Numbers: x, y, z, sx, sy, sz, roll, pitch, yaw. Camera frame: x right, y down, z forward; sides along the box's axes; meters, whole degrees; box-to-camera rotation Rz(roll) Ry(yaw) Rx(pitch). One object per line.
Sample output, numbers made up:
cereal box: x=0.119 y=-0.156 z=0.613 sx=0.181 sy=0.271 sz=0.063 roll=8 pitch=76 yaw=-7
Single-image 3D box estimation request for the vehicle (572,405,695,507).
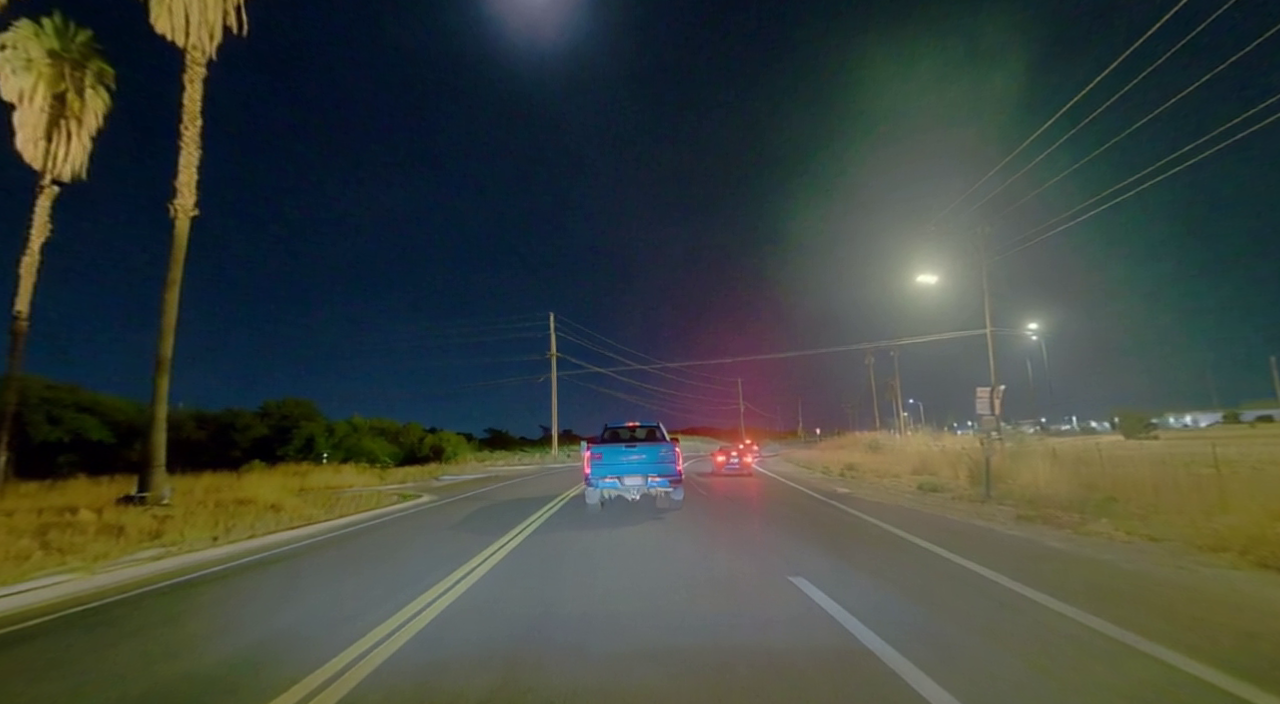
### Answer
vehicle: x=-0.158 y=2.716 z=16.871 sx=2.693 sy=2.223 sz=5.885 roll=0 pitch=-8 yaw=0
